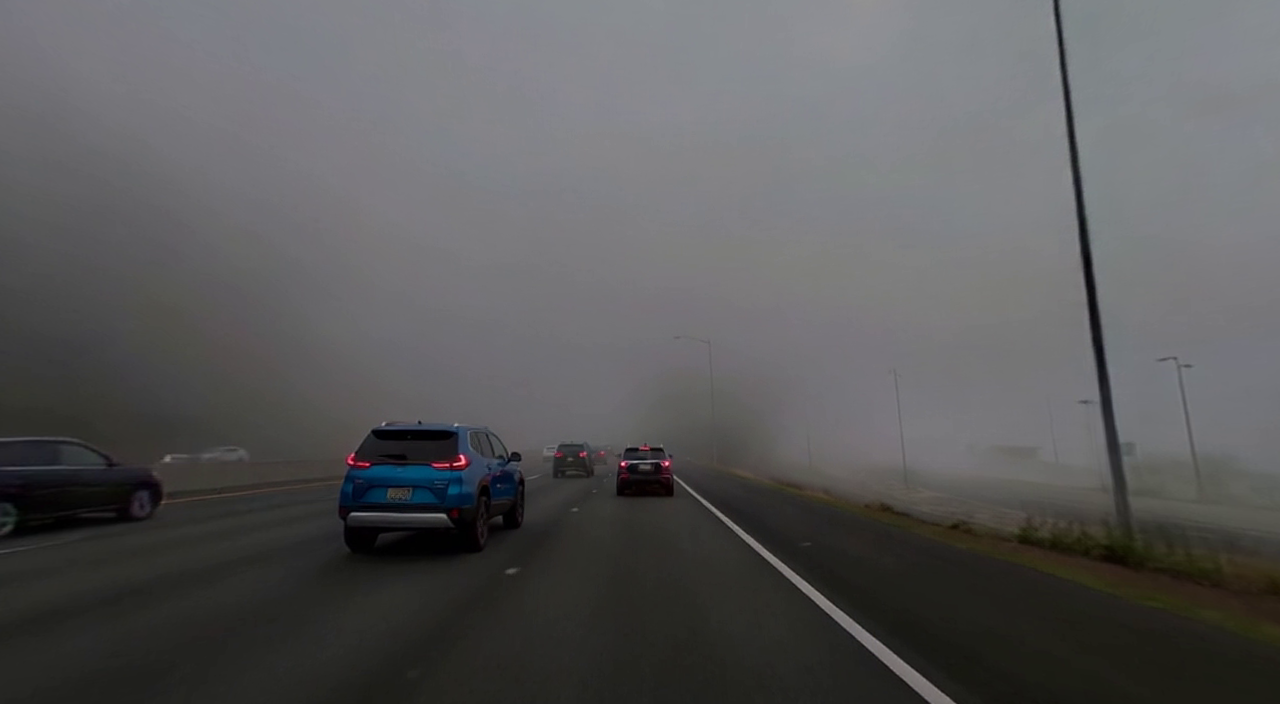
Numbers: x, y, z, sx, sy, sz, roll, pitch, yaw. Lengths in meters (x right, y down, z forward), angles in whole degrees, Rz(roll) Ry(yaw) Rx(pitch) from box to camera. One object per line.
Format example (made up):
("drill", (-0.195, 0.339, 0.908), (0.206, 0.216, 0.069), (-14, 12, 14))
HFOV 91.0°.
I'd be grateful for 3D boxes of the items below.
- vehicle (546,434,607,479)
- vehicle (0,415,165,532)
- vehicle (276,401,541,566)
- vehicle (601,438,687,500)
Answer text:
("vehicle", (-2.653, 4.528, 27.466), (2.125, 1.771, 4.721), (0, -9, 1))
("vehicle", (-10.699, 1.966, 10.338), (2.011, 1.751, 4.712), (0, -9, 1))
("vehicle", (-2.883, 1.754, 9.053), (2.123, 1.798, 4.108), (0, -9, 2))
("vehicle", (0.069, 3.154, 17.303), (2.068, 1.488, 4.045), (0, -9, -1))
